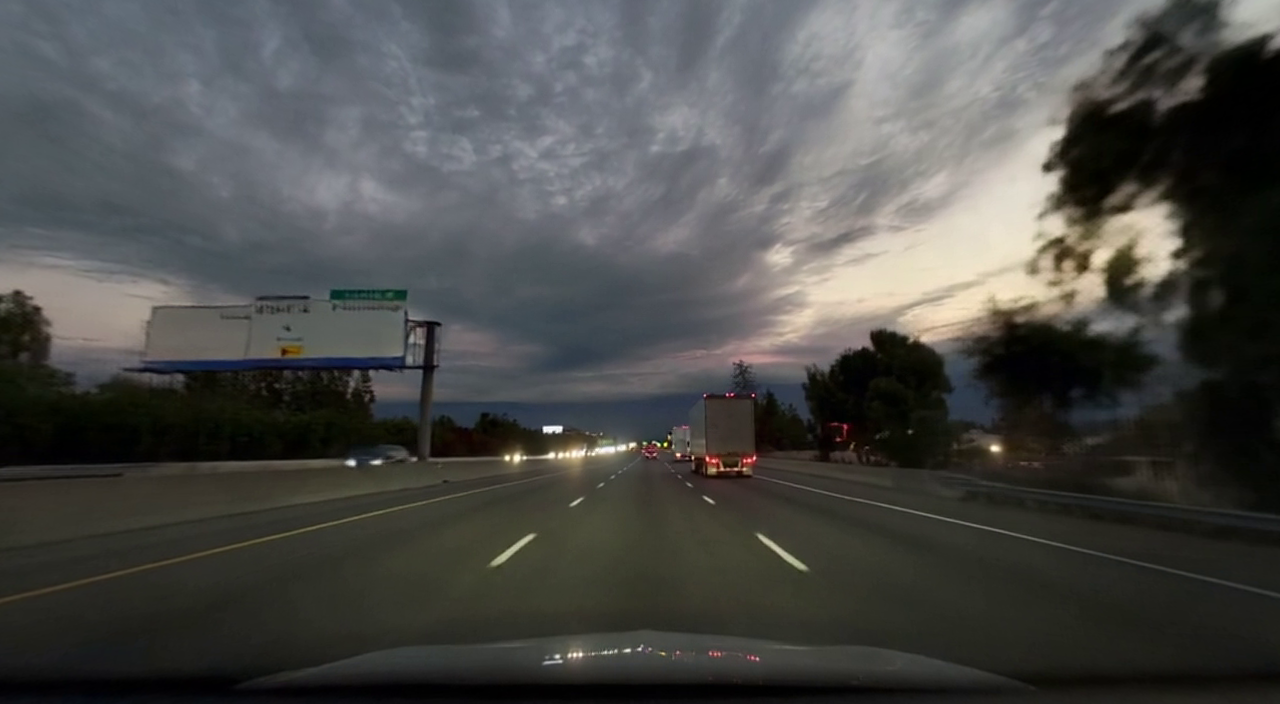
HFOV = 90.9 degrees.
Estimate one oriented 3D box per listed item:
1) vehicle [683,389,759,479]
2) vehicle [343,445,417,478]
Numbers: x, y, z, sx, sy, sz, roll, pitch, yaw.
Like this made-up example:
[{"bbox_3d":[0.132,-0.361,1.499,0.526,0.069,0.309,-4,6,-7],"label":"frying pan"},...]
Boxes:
[{"bbox_3d":[4.378,4.991,37.414,2.826,4.269,14.176,0,-8,1],"label":"vehicle"},{"bbox_3d":[-14.894,6.297,36.475,2.066,1.734,5.016,0,-9,1],"label":"vehicle"}]
